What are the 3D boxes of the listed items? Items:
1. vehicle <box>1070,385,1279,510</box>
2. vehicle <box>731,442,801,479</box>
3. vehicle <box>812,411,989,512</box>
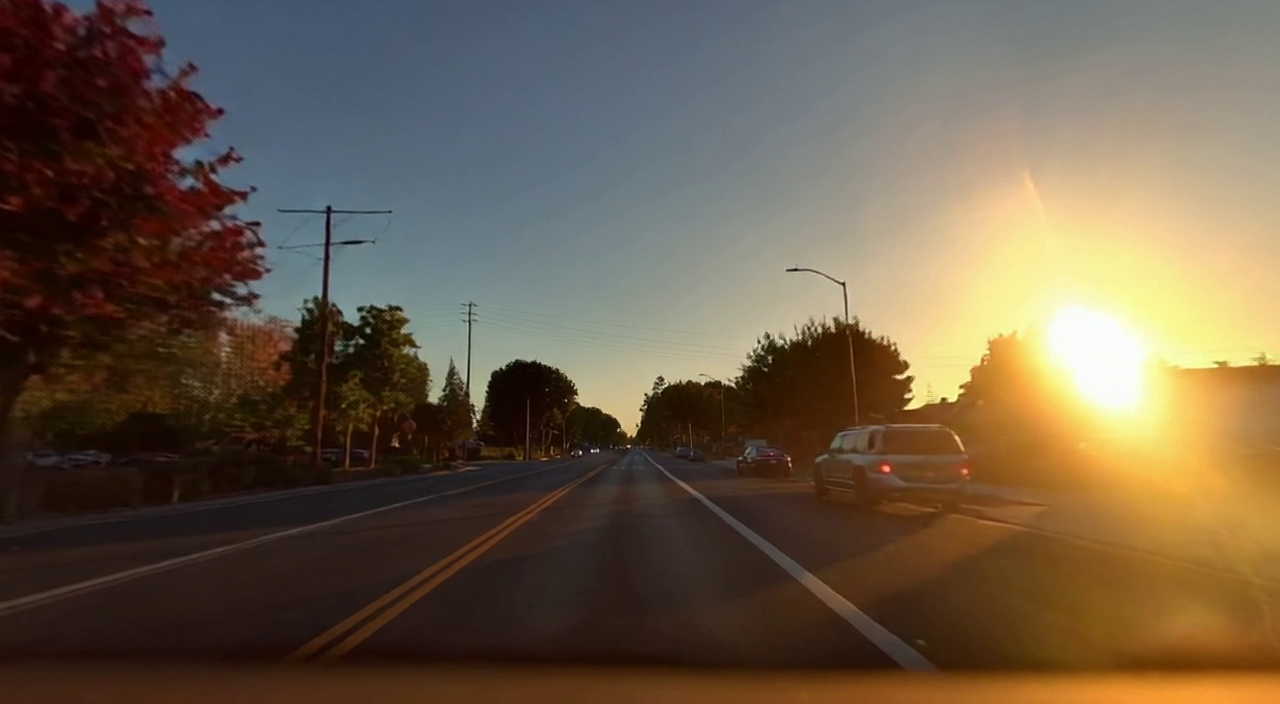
[{"bbox_3d":[15.767,2.443,16.448,6.969,2.929,2.793,0,-8,0],"label":"vehicle"},{"bbox_3d":[5.978,5.225,30.618,2.282,1.566,4.705,-1,-9,-1],"label":"vehicle"},{"bbox_3d":[6.360,2.775,16.440,2.275,2.132,5.726,0,-8,2],"label":"vehicle"}]
